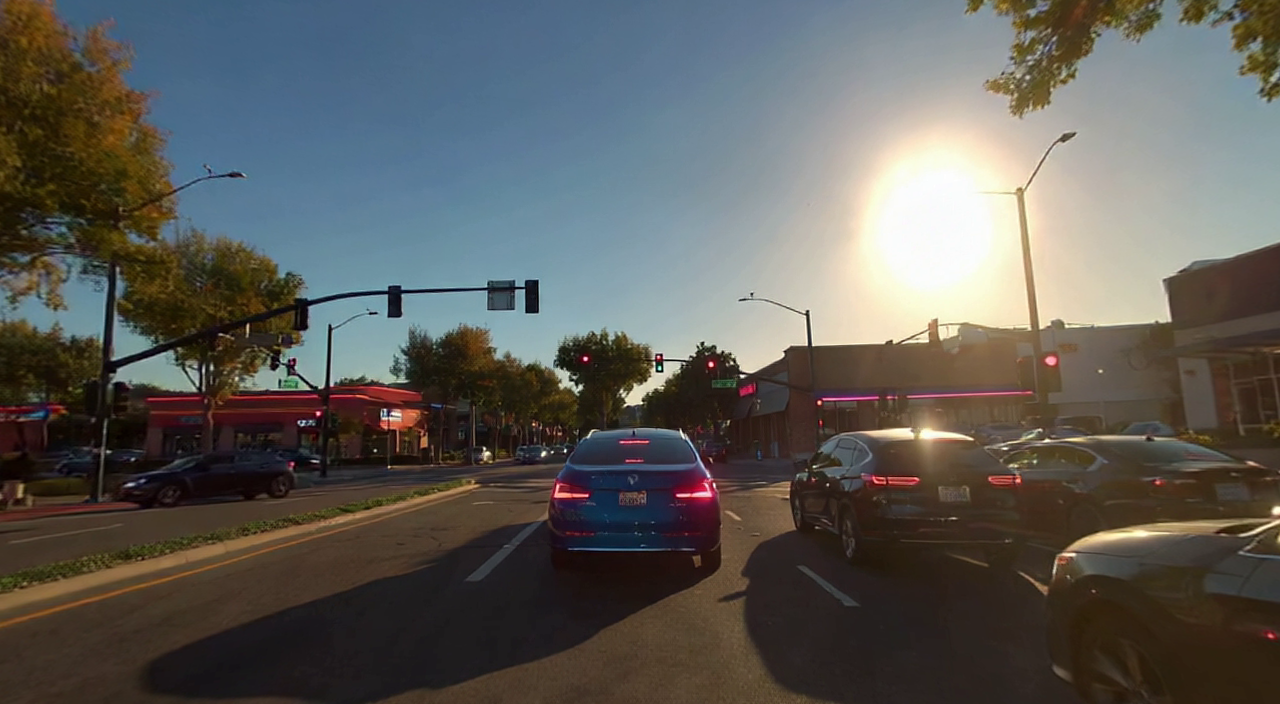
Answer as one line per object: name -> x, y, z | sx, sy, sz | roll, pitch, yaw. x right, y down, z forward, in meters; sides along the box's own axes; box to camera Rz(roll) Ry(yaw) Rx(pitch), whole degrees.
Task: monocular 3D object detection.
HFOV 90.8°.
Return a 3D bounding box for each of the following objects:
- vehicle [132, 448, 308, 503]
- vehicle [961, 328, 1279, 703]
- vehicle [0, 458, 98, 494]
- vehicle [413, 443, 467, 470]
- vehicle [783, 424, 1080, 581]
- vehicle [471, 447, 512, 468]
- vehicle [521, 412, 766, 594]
vehicle -> -13.927, 4.046, 21.218 | 2.269, 1.604, 4.265 | -6, -10, 31
vehicle -> 2.984, 0.708, 1.568 | 2.075, 1.661, 4.401 | 0, -9, 1
vehicle -> -27.235, 5.493, 28.062 | 4.285, 1.427, 1.883 | 3, -9, -23
vehicle -> -15.076, 7.889, 48.044 | 2.395, 1.903, 4.860 | -1, -9, 2
vehicle -> 3.321, 1.780, 8.293 | 1.865, 1.496, 4.170 | 0, -9, 0
vehicle -> -11.273, 7.999, 48.248 | 2.099, 1.478, 4.411 | 0, -9, 0
vehicle -> 0.006, 1.617, 7.514 | 2.154, 1.577, 3.723 | 0, -9, -1
